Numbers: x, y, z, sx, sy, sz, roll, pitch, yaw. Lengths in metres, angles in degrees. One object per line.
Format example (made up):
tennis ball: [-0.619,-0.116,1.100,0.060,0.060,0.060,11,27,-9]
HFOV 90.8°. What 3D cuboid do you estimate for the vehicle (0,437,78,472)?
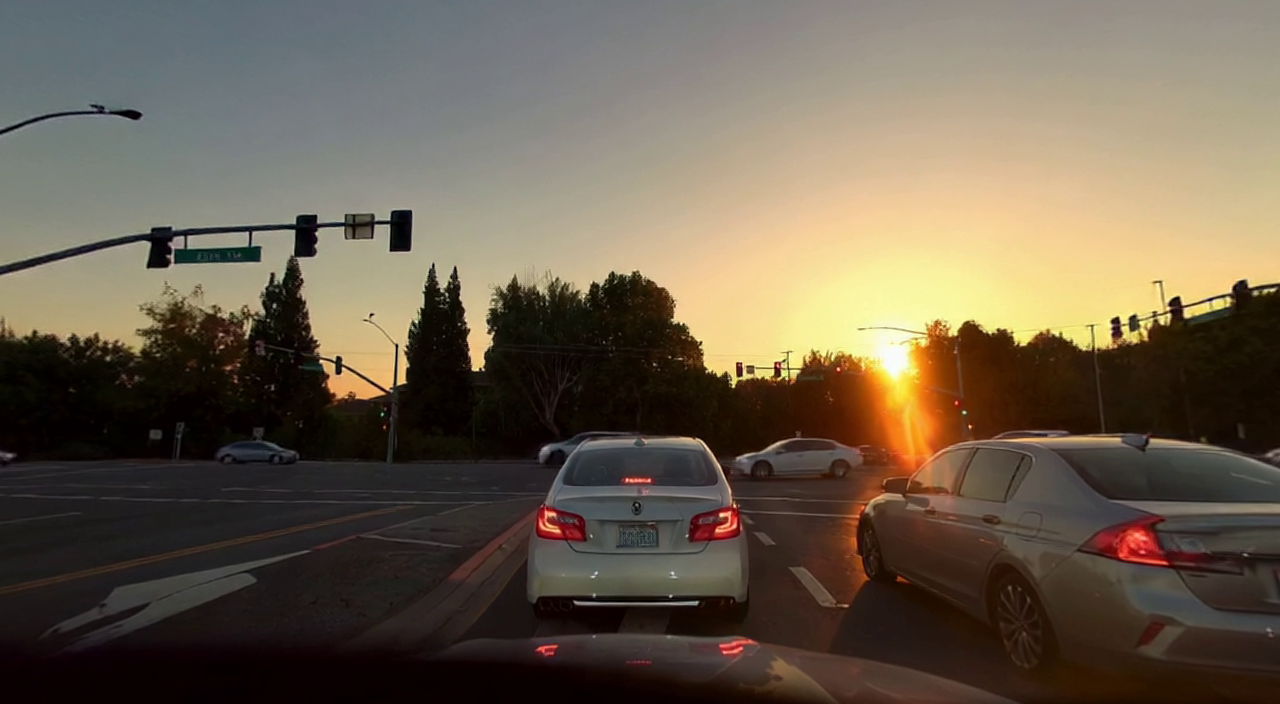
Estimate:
vehicle: [-30.472,4.981,30.832,4.517,1.637,1.935,-1,-9,8]

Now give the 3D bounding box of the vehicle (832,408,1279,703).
vehicle: [3.102,1.306,4.884,1.861,1.479,4.371,0,-9,0]

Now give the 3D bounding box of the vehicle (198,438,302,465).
vehicle: [-22.722,5.809,36.932,4.828,1.467,1.963,-1,-9,4]

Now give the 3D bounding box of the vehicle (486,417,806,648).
vehicle: [0.033,1.466,6.179,2.026,1.458,4.175,0,-9,0]
